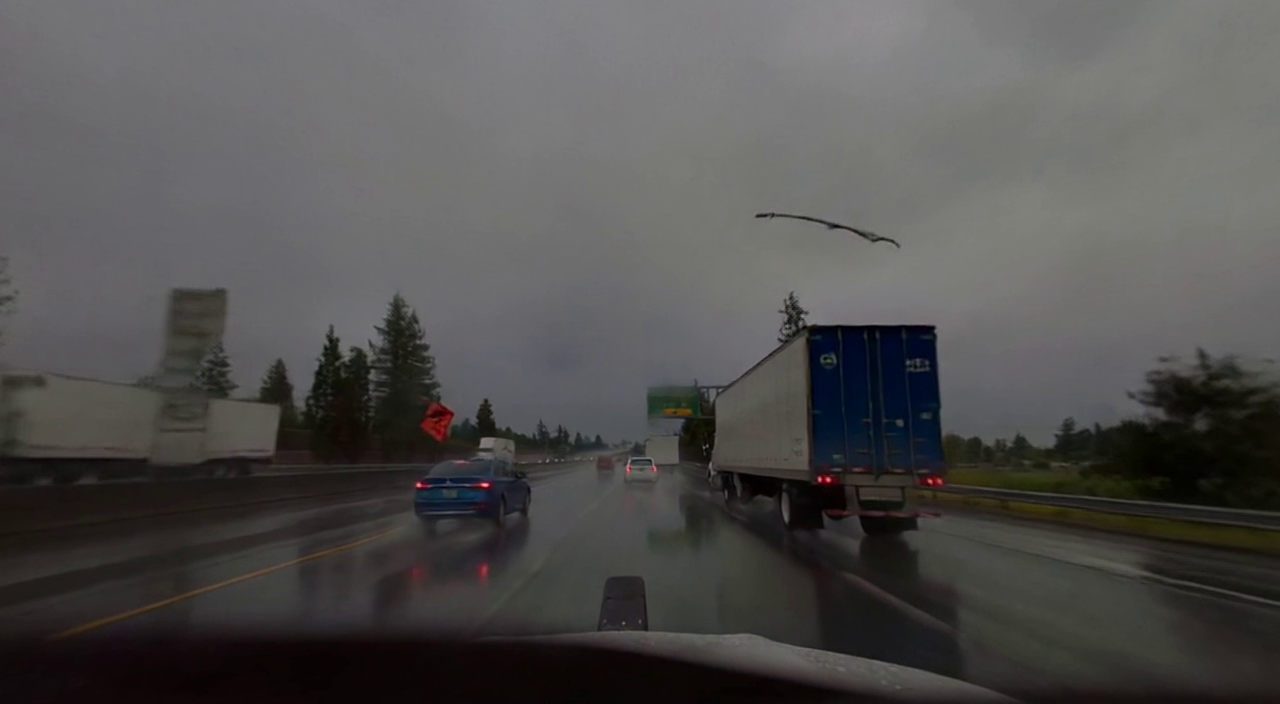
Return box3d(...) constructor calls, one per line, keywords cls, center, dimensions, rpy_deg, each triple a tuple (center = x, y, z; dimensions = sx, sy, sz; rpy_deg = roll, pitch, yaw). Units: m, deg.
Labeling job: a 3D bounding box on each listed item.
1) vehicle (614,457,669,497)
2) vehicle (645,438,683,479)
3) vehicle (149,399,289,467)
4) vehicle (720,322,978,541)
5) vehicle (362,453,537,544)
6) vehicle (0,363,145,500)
box3d(cls="vehicle", center=(0.056, 5.150, 26.292), dimensions=(2.089, 1.516, 4.191), rpy_deg=(0, -9, 0))
box3d(cls="vehicle", center=(1.968, 8.286, 48.963), dimensions=(2.650, 2.978, 6.937), rpy_deg=(-1, -10, 4))
box3d(cls="vehicle", center=(-19.791, 3.965, 30.133), dimensions=(2.227, 2.883, 6.175), rpy_deg=(0, -9, 1))
box3d(cls="vehicle", center=(4.684, 2.521, 18.565), dimensions=(2.877, 4.035, 13.897), rpy_deg=(0, -9, 0))
box3d(cls="vehicle", center=(-3.470, 2.742, 12.451), dimensions=(2.105, 1.467, 4.099), rpy_deg=(0, -9, 1))
box3d(cls="vehicle", center=(-19.831, 2.435, 18.952), dimensions=(2.967, 3.881, 8.316), rpy_deg=(0, -9, 0))
